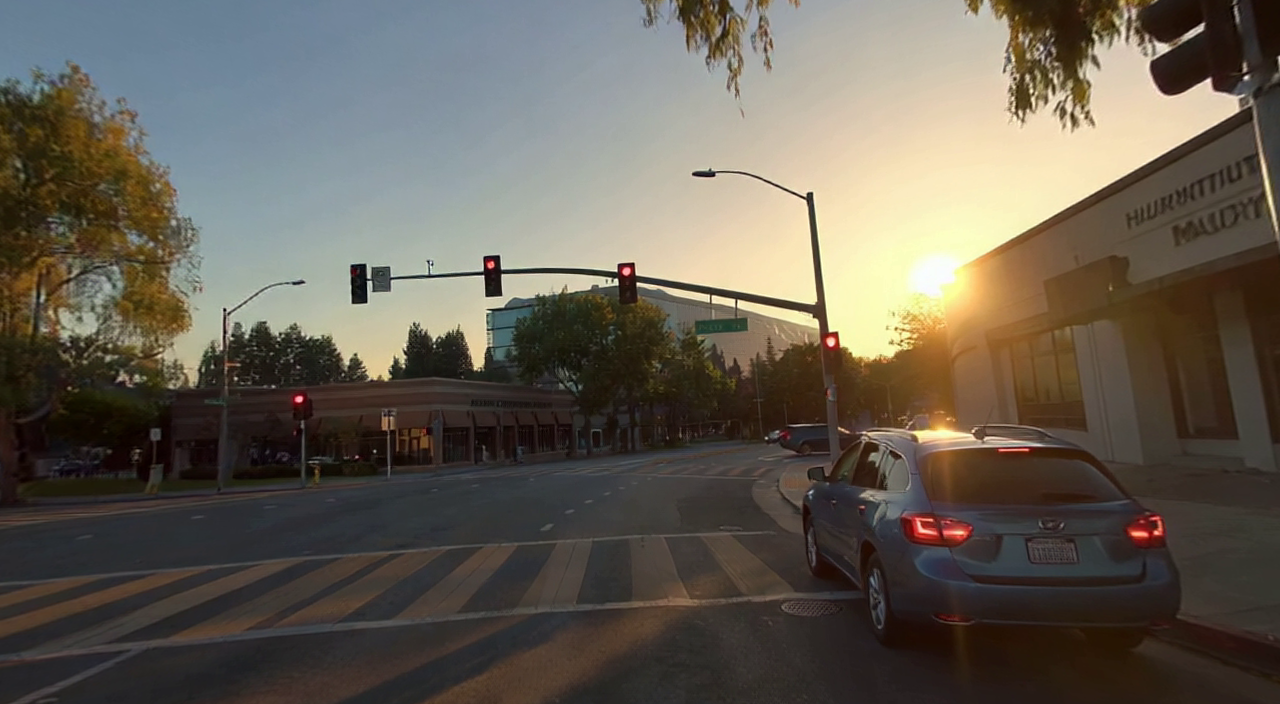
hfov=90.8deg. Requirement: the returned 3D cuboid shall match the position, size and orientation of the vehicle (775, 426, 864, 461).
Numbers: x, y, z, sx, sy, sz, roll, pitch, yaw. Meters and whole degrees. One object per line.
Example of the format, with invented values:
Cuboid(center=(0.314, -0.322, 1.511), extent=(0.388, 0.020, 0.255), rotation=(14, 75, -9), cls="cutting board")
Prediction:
Cuboid(center=(10.266, 5.182, 35.816), extent=(5.519, 1.842, 2.100), rotation=(7, -11, -41), cls="vehicle")
